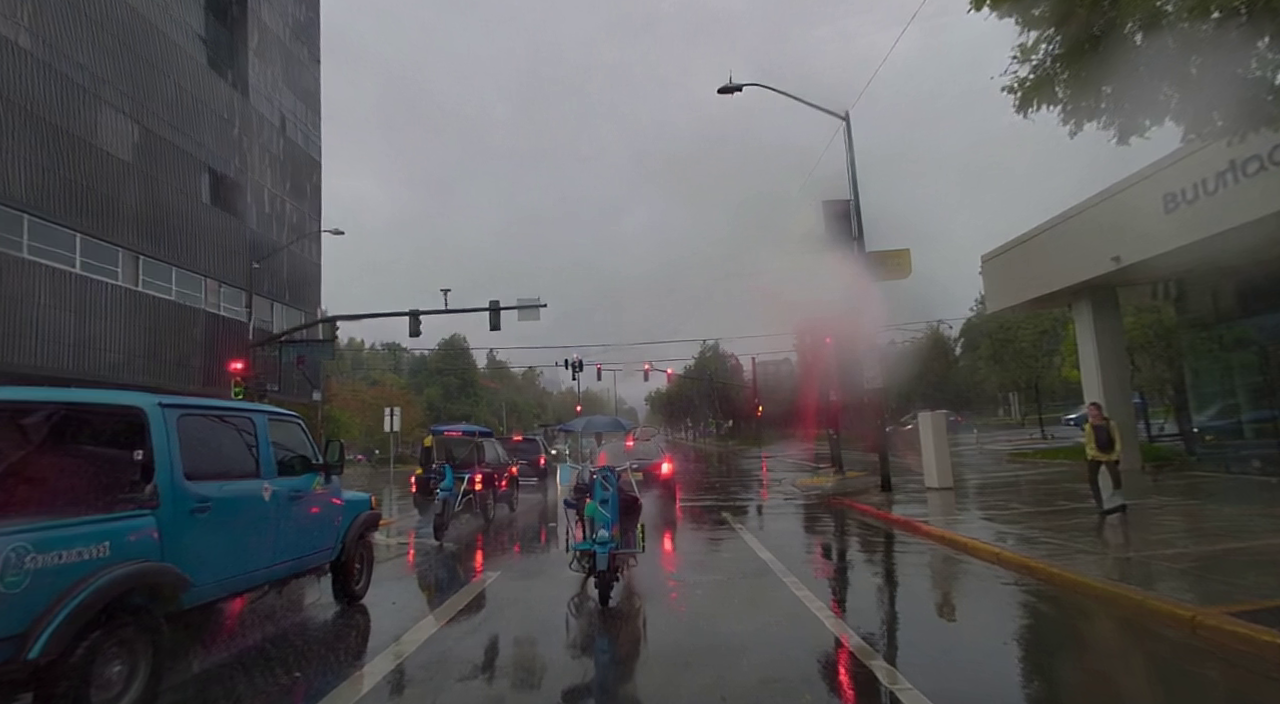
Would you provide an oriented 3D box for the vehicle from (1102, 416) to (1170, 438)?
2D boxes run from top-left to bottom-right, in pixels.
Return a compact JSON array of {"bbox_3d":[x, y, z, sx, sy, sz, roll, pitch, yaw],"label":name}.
[{"bbox_3d":[36.771,5.595,46.559,1.625,1.449,3.557,6,-11,-38],"label":"vehicle"}]

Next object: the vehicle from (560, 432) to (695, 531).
[{"bbox_3d":[-0.164,2.252,11.532,2.025,1.458,4.085,0,-8,1],"label":"vehicle"}]

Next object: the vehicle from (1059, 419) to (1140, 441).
[{"bbox_3d":[30.758,5.265,42.067,1.751,1.420,4.027,8,-12,-43],"label":"vehicle"}]

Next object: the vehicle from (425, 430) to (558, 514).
[{"bbox_3d":[-3.172,2.650,14.354,1.935,1.615,4.073,-1,-8,2],"label":"vehicle"}]

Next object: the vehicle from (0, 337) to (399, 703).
[{"bbox_3d":[-3.611,1.131,4.443,2.000,1.809,4.405,0,-8,1],"label":"vehicle"}]
